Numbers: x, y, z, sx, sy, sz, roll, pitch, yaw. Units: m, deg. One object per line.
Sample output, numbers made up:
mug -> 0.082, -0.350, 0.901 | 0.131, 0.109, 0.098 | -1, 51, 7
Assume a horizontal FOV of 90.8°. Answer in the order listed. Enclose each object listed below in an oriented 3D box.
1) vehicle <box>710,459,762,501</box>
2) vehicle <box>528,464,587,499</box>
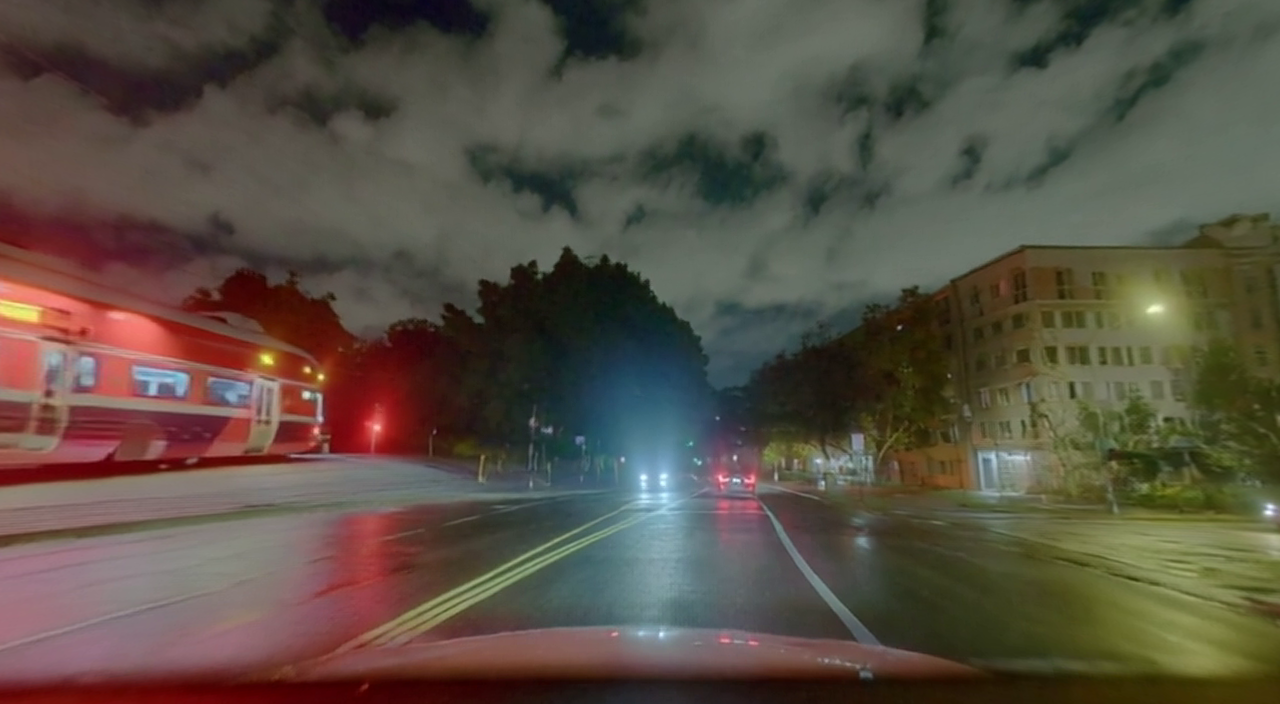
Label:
vehicle -> 4.601, 6.164, 30.687 | 2.263, 1.765, 4.237 | -1, -9, 7
vehicle -> -4.123, 6.553, 32.287 | 2.042, 1.531, 4.403 | -1, -9, 6
